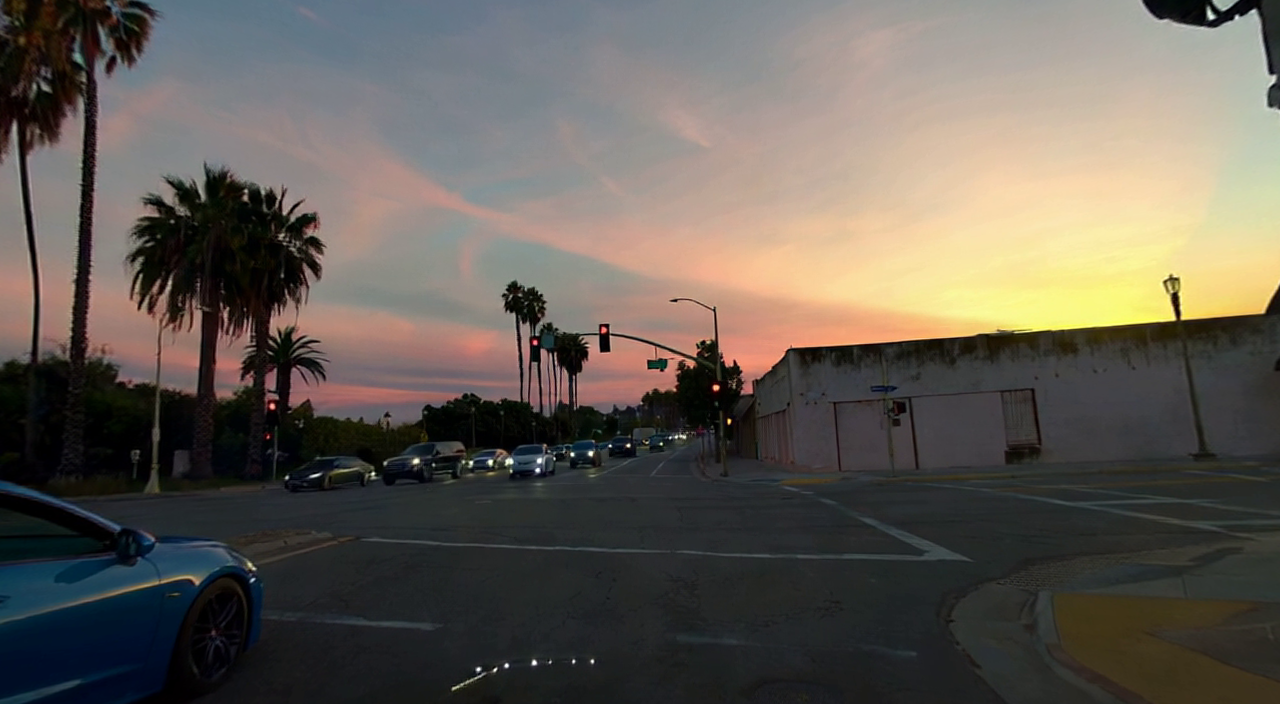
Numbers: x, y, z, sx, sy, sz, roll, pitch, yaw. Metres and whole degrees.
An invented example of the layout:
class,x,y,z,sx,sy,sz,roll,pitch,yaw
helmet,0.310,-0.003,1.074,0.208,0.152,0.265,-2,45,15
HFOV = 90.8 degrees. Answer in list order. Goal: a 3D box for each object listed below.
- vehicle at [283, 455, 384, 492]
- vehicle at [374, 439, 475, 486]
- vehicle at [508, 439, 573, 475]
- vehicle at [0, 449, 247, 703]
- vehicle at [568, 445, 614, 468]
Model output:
class,x,y,z,sx,sy,sz,roll,pitch,yaw
vehicle,-13.144,5.216,27.471,1.880,1.440,4.418,-1,-9,5
vehicle,-9.359,4.837,28.031,2.152,1.825,5.406,-1,-9,5
vehicle,-5.069,5.458,32.897,2.092,1.709,4.775,-1,-9,6
vehicle,-3.707,1.018,2.257,1.850,1.325,4.295,0,-9,0
vehicle,-3.301,7.185,43.675,1.839,1.468,4.549,-2,-9,13
